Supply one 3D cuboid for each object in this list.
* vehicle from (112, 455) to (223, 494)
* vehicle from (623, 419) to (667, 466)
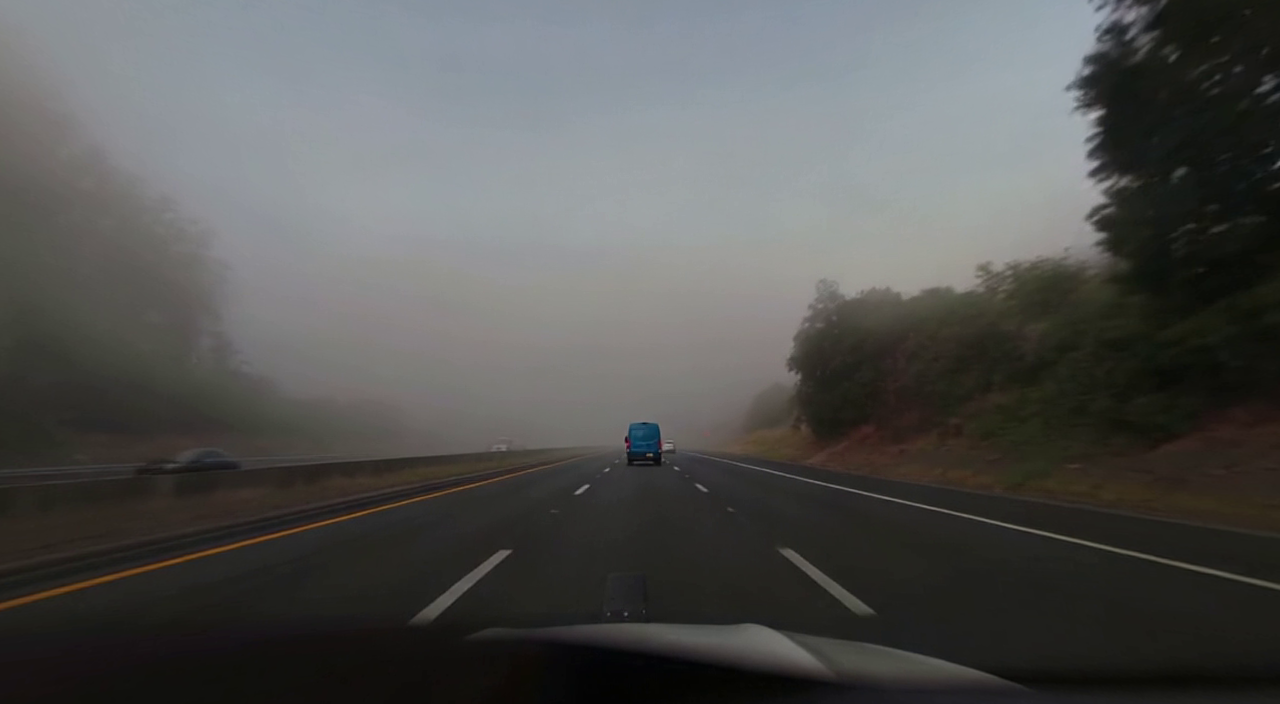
[{"bbox_3d":[-19.967,5.163,26.790,1.729,1.462,3.824,0,-8,0],"label":"vehicle"},{"bbox_3d":[0.267,5.223,36.273,2.329,2.483,5.428,0,-8,0],"label":"vehicle"}]
